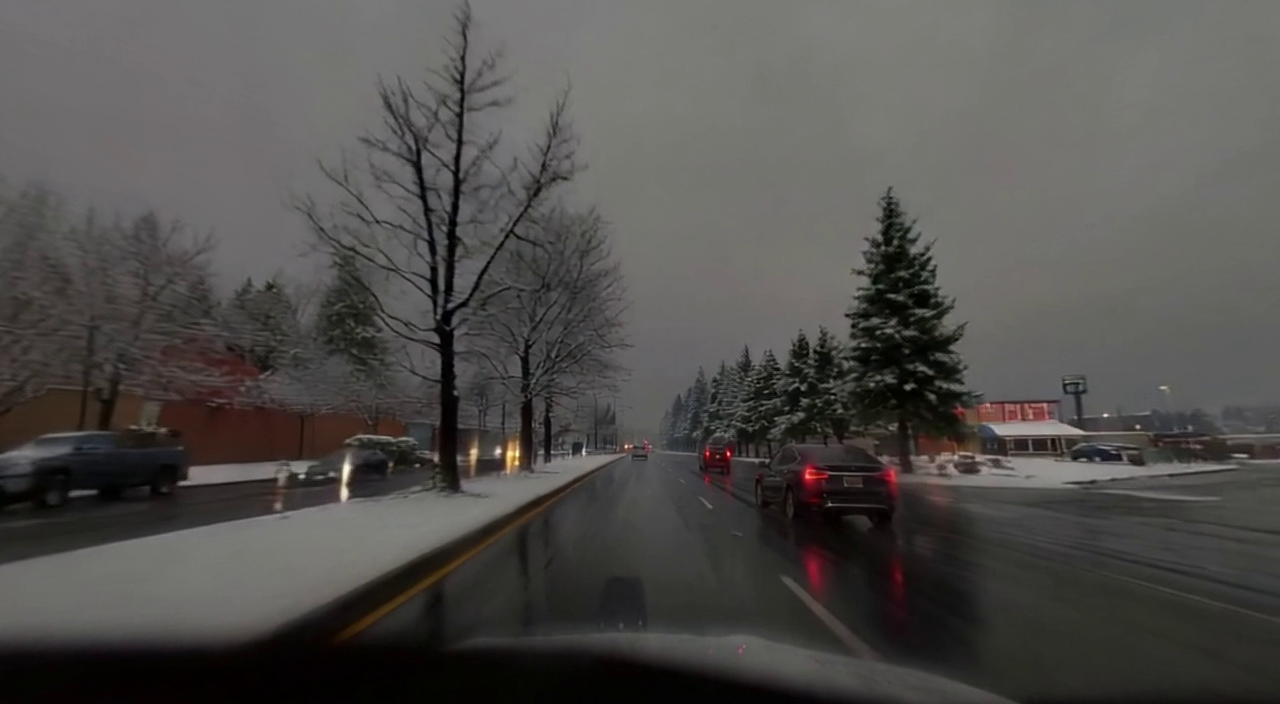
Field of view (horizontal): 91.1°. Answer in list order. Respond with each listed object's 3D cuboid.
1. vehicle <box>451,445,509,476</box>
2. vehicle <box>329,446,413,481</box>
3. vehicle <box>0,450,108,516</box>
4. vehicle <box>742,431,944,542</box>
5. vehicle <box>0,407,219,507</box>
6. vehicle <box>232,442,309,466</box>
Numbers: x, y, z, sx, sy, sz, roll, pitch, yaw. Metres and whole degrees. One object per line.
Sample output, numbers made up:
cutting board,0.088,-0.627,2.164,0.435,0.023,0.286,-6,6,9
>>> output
vehicle,-8.429,5.734,33.502,1.926,1.509,4.303,0,-9,1
vehicle,-12.336,5.121,29.099,1.878,1.470,4.477,0,-9,0
vehicle,-15.383,3.047,14.657,1.862,1.460,4.677,0,-9,-1
vehicle,3.173,2.187,10.917,1.935,1.501,4.384,0,-9,-2
vehicle,-18.576,2.981,17.542,2.964,2.641,15.868,-2,-9,0
vehicle,-28.939,7.977,49.238,4.901,1.520,1.939,-4,-7,-1
